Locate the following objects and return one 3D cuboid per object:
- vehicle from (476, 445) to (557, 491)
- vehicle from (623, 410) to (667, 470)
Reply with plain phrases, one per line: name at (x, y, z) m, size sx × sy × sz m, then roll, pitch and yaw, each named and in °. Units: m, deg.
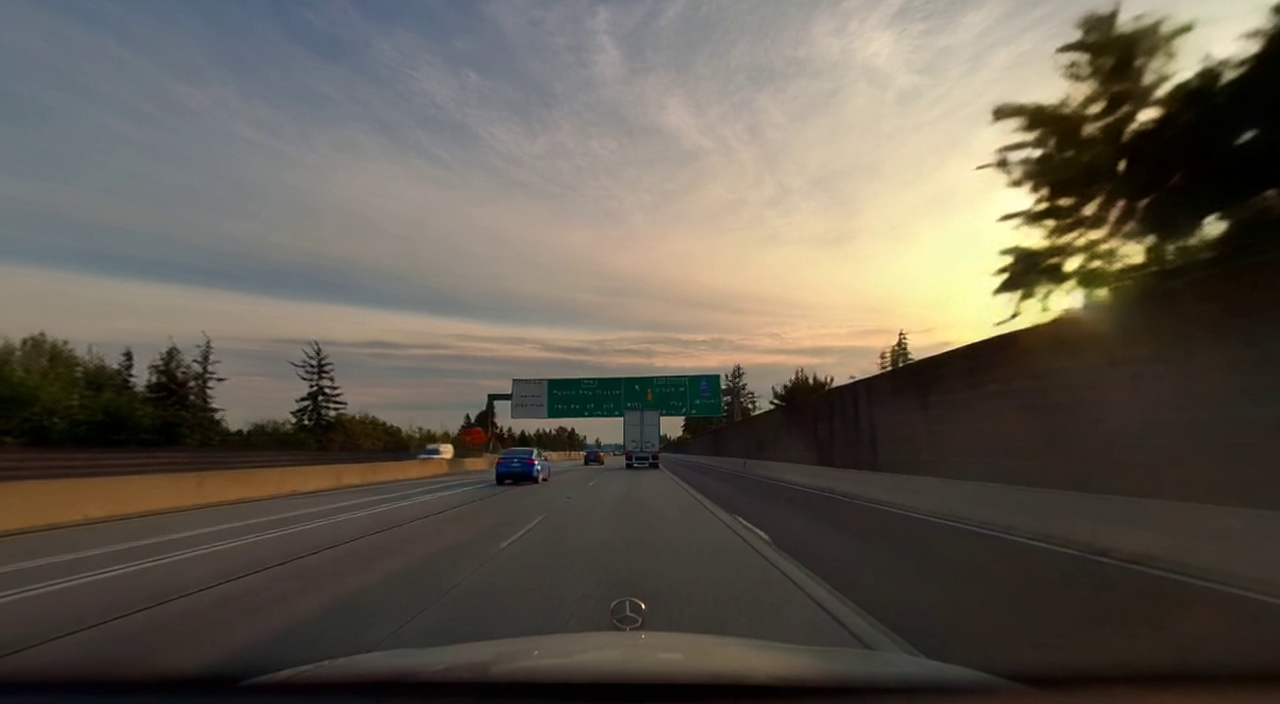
vehicle at (-4.407, 4.192, 23.219) m, size 1.977 × 1.478 × 4.702 m, roll 0°, pitch -9°, yaw 0°
vehicle at (0.418, 6.713, 47.799) m, size 2.980 × 4.051 × 10.359 m, roll 0°, pitch -9°, yaw 1°
